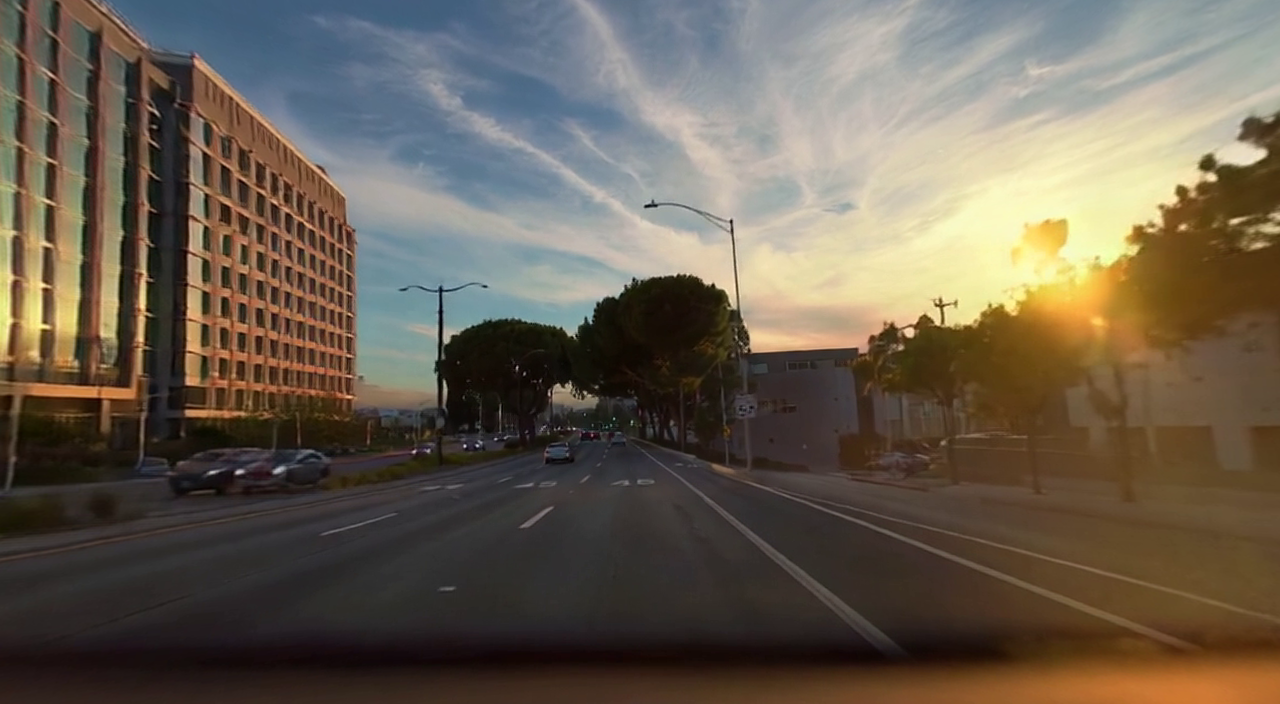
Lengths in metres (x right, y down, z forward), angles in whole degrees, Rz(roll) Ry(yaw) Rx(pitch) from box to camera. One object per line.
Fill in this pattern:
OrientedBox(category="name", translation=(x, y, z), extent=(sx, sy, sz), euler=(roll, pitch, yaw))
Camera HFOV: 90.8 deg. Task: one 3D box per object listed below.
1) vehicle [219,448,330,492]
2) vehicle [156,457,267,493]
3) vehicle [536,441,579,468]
OrientedBox(category="vehicle", translation=(-15.805, 5.101, 27.672), extent=(1.990, 1.739, 4.544), euler=(-1, -8, 2))
OrientedBox(category="vehicle", translation=(-19.423, 5.585, 28.933), extent=(1.976, 1.415, 4.341), euler=(0, -8, 1))
OrientedBox(category="vehicle", translation=(-4.755, 5.982, 37.140), extent=(2.025, 1.474, 4.292), euler=(0, -8, -1))
